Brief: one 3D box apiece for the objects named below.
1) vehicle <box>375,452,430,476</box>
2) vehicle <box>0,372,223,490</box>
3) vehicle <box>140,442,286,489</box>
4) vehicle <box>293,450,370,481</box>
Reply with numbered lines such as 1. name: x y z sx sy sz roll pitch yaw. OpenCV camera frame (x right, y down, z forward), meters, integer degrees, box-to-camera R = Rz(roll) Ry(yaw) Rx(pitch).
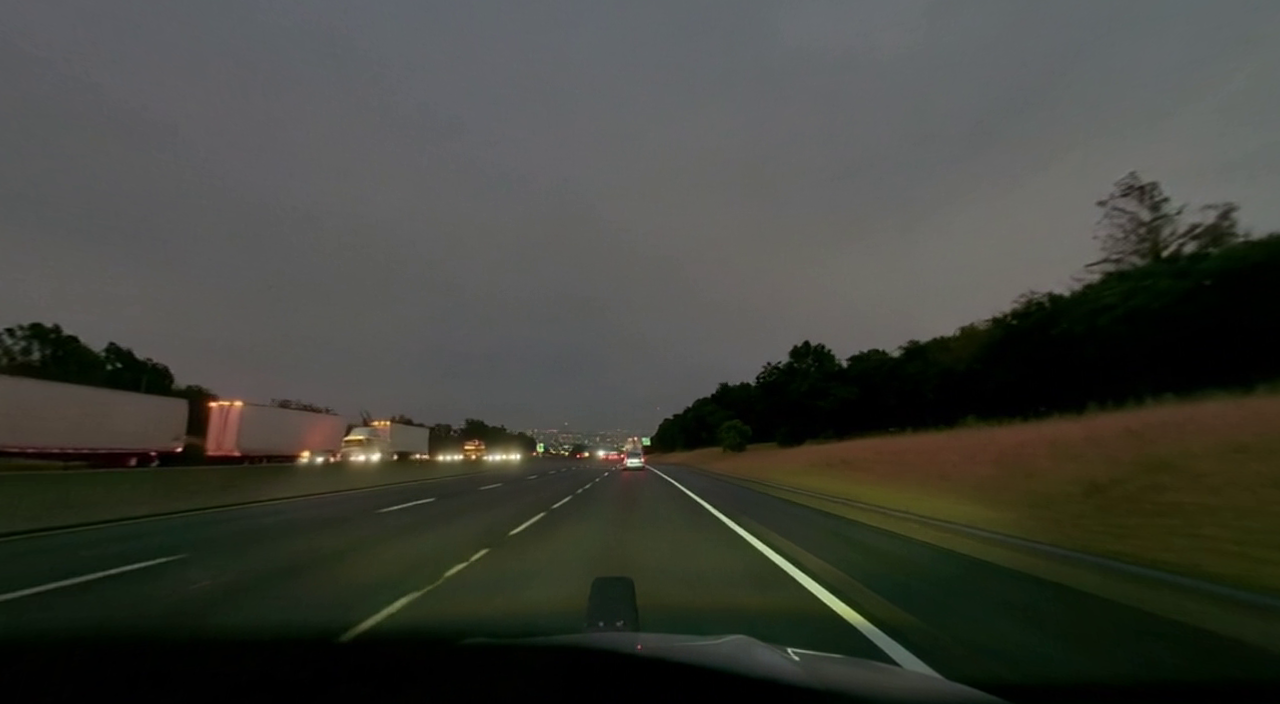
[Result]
1. vehicle: -15.247 7.208 40.653 1.858 1.438 4.410 0 -9 0
2. vehicle: -23.720 3.480 26.554 2.848 4.048 14.043 0 -9 -1
3. vehicle: -15.290 4.073 22.962 2.155 1.506 4.541 0 -9 0
4. vehicle: -15.229 5.623 31.337 1.827 1.416 3.911 0 -9 0
